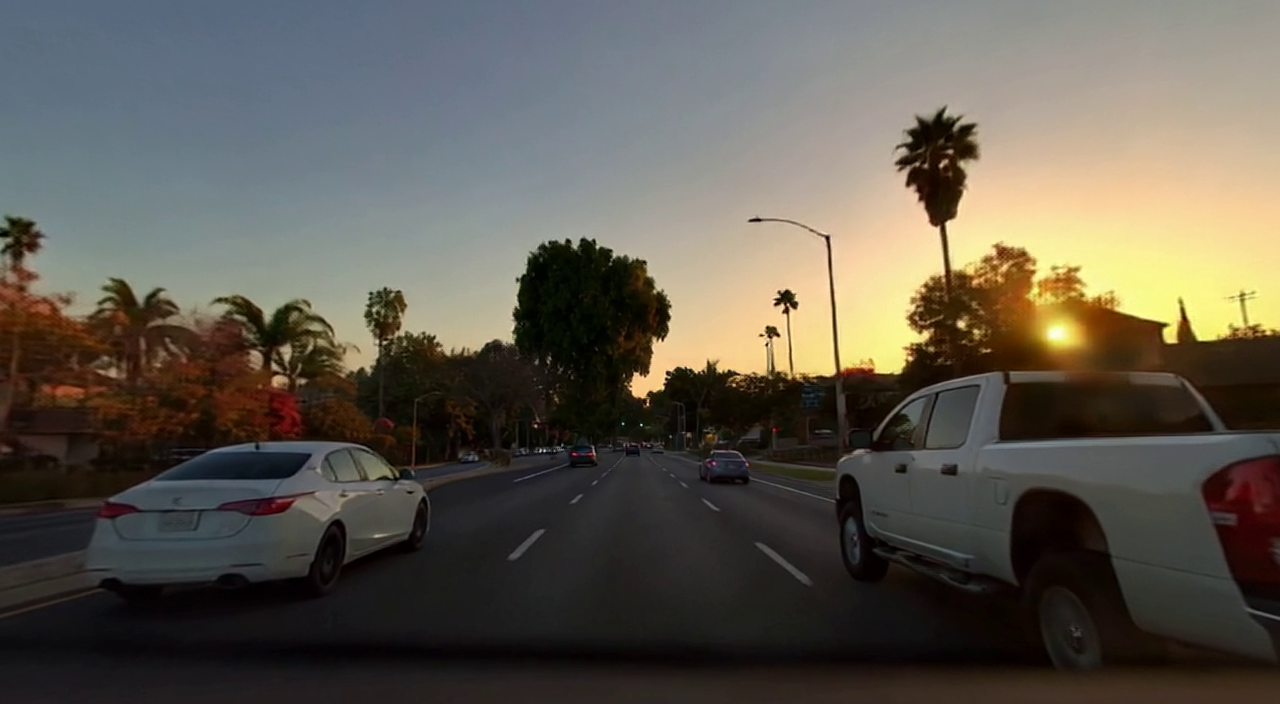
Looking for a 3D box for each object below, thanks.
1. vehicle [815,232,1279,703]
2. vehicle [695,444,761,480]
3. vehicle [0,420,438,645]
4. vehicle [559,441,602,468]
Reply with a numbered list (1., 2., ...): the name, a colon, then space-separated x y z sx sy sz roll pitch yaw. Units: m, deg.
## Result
1. vehicle: 3.363 1.011 4.687 2.478 2.030 5.723 0 -8 0
2. vehicle: 3.769 4.795 27.835 2.149 1.421 4.805 0 -8 -1
3. vehicle: -3.794 1.542 6.505 2.094 1.509 4.286 0 -8 -1
4. vehicle: -3.581 6.328 39.058 2.263 1.548 4.555 0 -8 0
